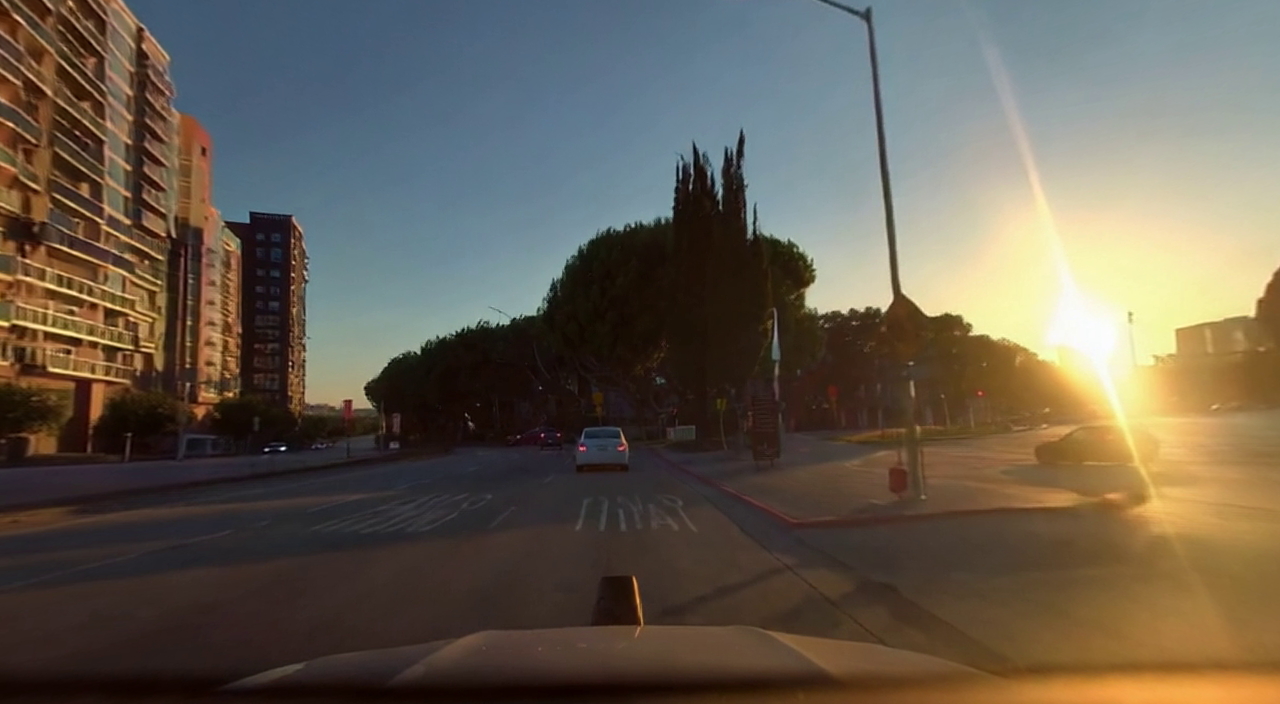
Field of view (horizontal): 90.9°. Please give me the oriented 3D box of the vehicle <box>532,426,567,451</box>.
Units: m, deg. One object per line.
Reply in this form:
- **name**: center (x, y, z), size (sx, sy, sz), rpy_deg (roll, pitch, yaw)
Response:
- **vehicle**: center (-5.719, 5.506, 40.112), size (2.023, 1.485, 3.721), rpy_deg (0, -8, -6)

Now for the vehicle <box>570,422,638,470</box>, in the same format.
- **vehicle**: center (-1.275, 3.398, 23.030), size (2.231, 1.572, 4.227), rpy_deg (0, -8, -2)

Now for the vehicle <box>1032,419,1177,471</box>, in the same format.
- **vehicle**: center (19.225, 3.994, 26.444), size (1.932, 1.762, 4.835), rpy_deg (0, -13, -7)

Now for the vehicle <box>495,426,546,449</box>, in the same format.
- **vehicle**: center (-9.219, 6.657, 49.056), size (1.994, 1.717, 4.380), rpy_deg (-3, -8, 18)
